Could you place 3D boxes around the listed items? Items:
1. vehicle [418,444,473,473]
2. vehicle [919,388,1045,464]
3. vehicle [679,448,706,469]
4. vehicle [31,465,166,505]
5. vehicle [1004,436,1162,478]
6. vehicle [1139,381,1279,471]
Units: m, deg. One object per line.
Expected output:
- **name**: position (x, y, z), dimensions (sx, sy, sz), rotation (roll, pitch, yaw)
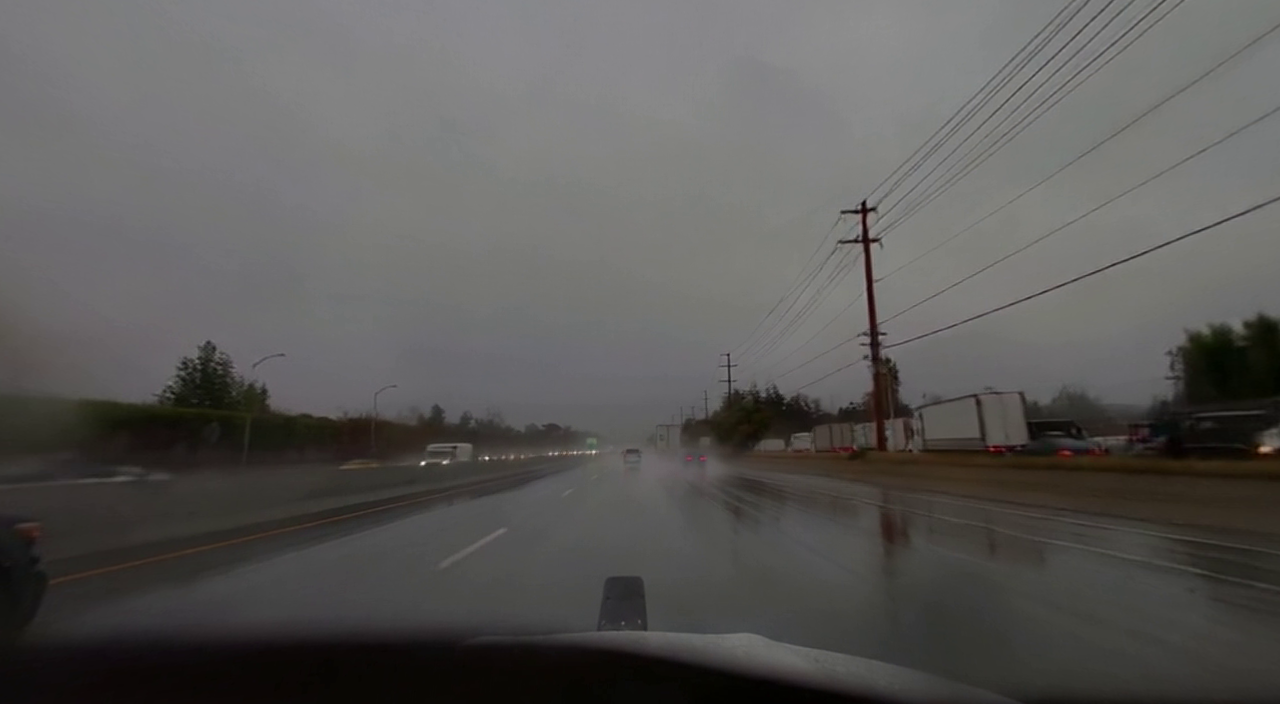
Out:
- **vehicle**: position (-12.483, 6.847, 40.708), dimensions (2.097, 1.747, 4.775), rotation (0, -9, -1)
- **vehicle**: position (22.799, 5.189, 43.024), dimensions (2.948, 4.403, 10.315), rotation (-3, -8, 2)
- **vehicle**: position (4.019, 8.225, 48.741), dimensions (1.779, 1.512, 3.517), rotation (0, -9, 0)
- **vehicle**: position (-23.500, 5.745, 27.628), dimensions (1.821, 1.485, 4.597), rotation (0, -9, 0)
- **vehicle**: position (22.816, 5.490, 33.125), dimensions (2.735, 1.910, 7.423), rotation (0, -9, -2)
- **vehicle**: position (31.682, 3.581, 30.746), dimensions (2.917, 4.219, 14.528), rotation (-3, -8, 1)
